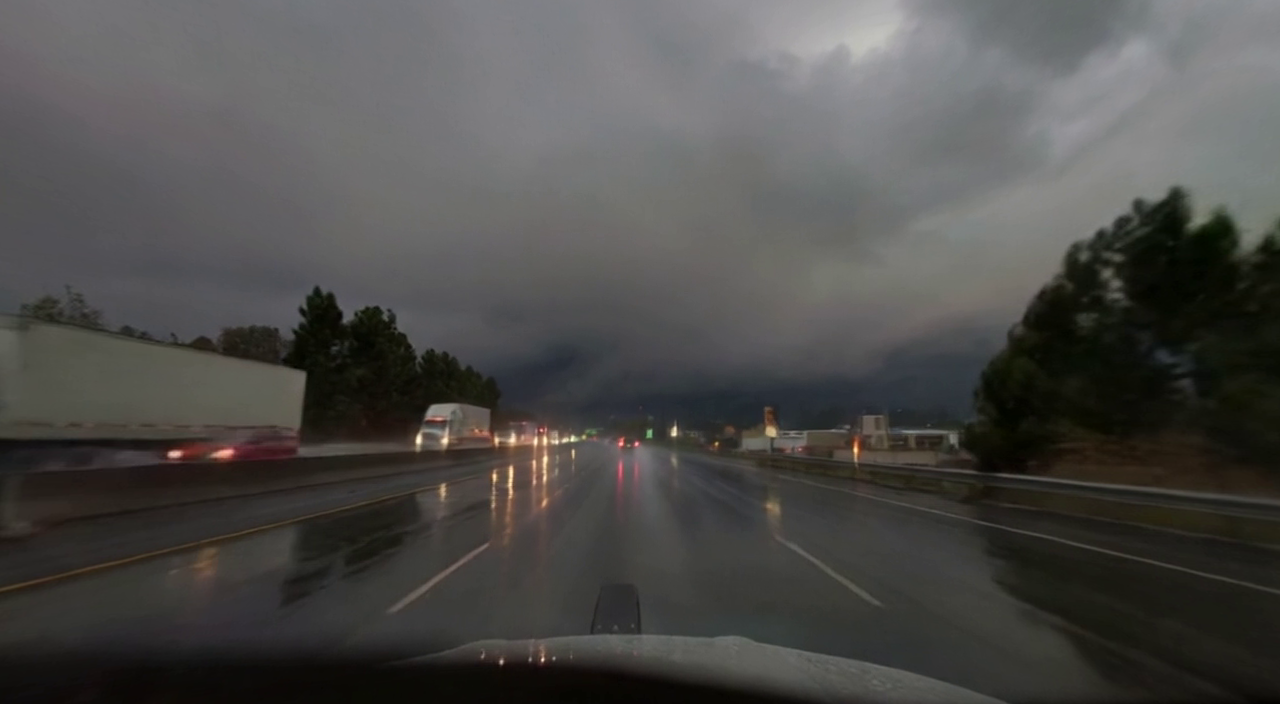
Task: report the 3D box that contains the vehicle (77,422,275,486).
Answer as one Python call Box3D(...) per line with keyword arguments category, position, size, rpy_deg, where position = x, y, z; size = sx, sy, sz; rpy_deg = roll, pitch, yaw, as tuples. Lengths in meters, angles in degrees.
Box3D(category="vehicle", position=(-12.664, 2.821, 17.701), size=(2.006, 1.512, 4.784), rpy_deg=(0, -8, -2))

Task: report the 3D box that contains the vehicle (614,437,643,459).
Box3D(category="vehicle", position=(-0.921, 7.177, 47.148), size=(2.099, 1.504, 3.843), rpy_deg=(0, -8, -2))

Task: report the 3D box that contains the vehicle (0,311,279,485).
Box3D(category="vehicle", position=(-16.744, 1.792, 19.699), size=(3.003, 4.074, 13.799), rpy_deg=(0, -8, -1))
